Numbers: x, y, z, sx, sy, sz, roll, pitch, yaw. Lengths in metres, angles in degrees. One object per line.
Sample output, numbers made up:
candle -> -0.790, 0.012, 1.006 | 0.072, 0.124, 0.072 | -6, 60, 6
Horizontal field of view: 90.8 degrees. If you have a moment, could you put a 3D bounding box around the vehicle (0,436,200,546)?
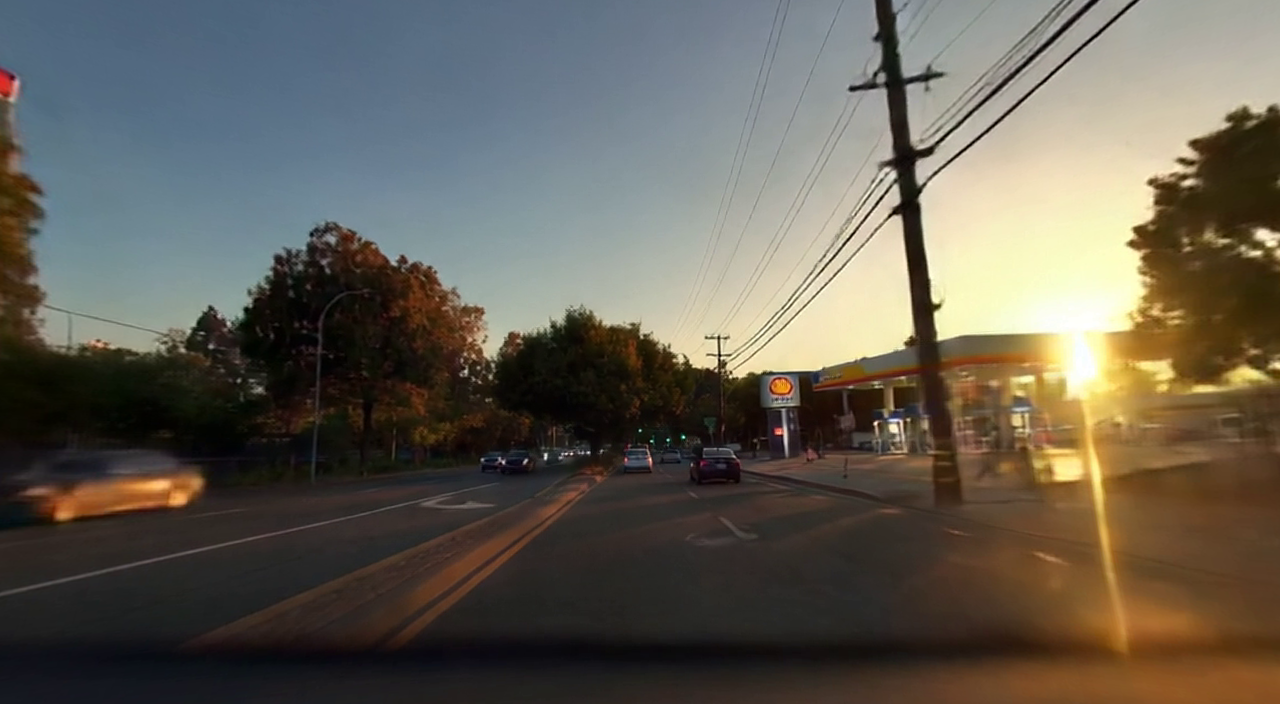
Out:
vehicle -> -11.662, 2.655, 12.786 | 2.165, 1.810, 4.607 | -1, -8, 0

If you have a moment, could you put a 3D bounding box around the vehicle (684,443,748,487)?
vehicle -> 3.022, 4.580, 25.988 | 1.990, 1.592, 4.294 | 0, -8, -1

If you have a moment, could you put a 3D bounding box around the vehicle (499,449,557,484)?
vehicle -> -5.172, 5.331, 29.778 | 2.032, 1.487, 4.413 | 0, -8, -1

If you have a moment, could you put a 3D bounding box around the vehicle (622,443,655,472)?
vehicle -> -0.120, 7.096, 42.768 | 2.163, 1.825, 4.073 | -1, -8, -1
